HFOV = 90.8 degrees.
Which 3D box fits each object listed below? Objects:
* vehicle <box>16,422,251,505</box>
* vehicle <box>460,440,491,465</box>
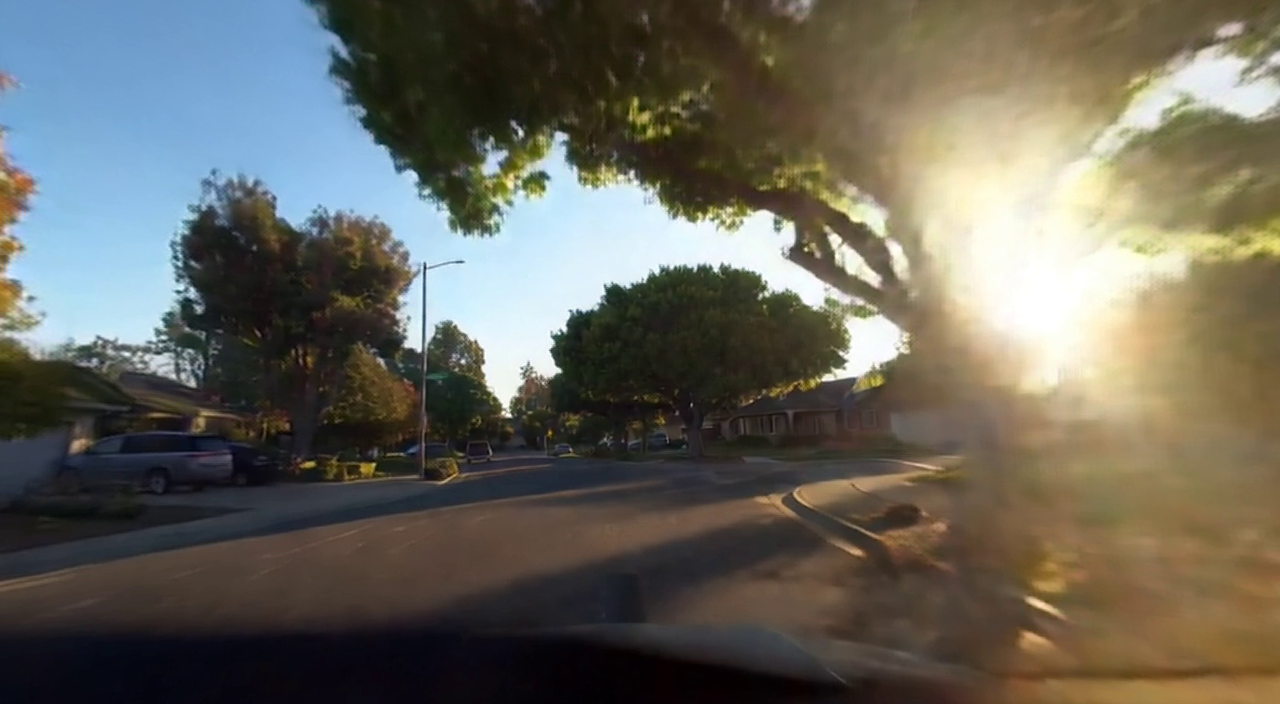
[{"bbox_3d":[-14.732,3.293,18.899,5.045,1.835,2.315,-1,-10,-25],"label":"vehicle"},{"bbox_3d":[-12.495,7.607,48.019,2.152,1.826,4.725,2,-9,-14],"label":"vehicle"}]
